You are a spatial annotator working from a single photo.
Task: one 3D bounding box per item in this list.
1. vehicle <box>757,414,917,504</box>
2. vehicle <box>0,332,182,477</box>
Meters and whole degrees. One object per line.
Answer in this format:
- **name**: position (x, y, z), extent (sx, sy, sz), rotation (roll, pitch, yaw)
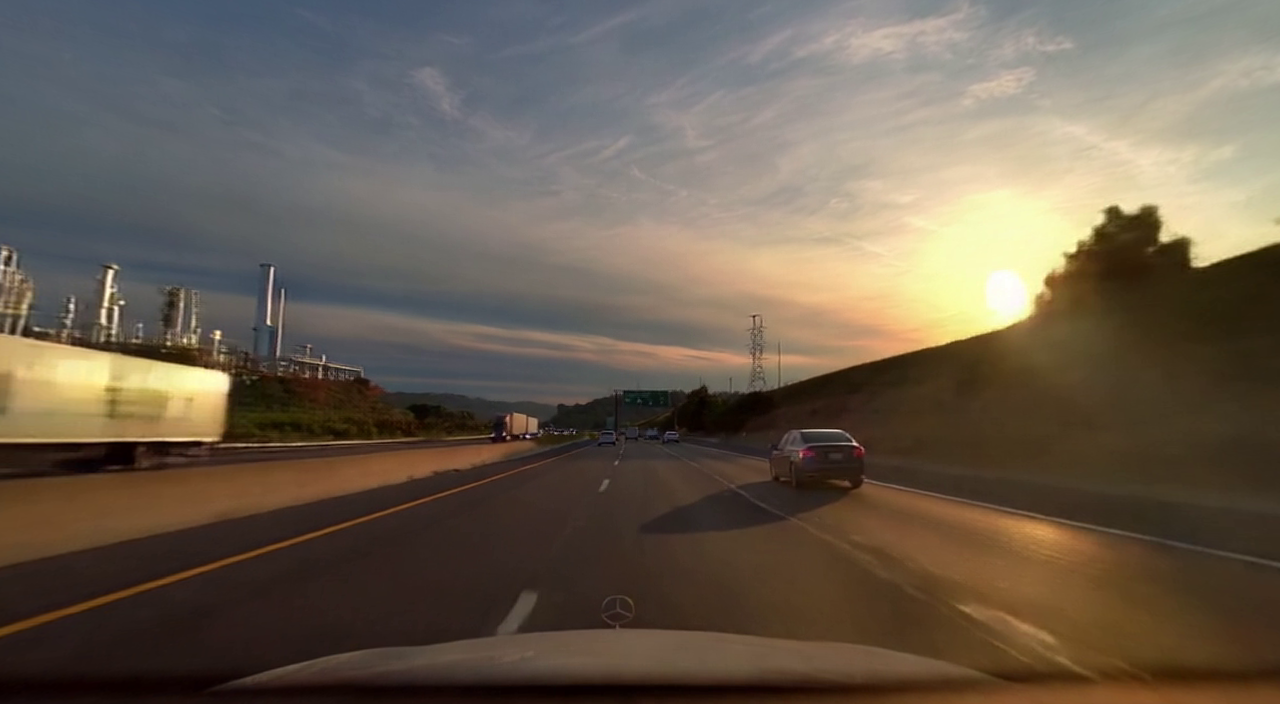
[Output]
- **vehicle**: position (4.000, 2.244, 13.656), extent (2.022, 1.637, 4.229), rotation (0, -8, -1)
- **vehicle**: position (-18.680, 1.326, 16.283), extent (2.981, 3.857, 14.529), rotation (0, -8, -1)
